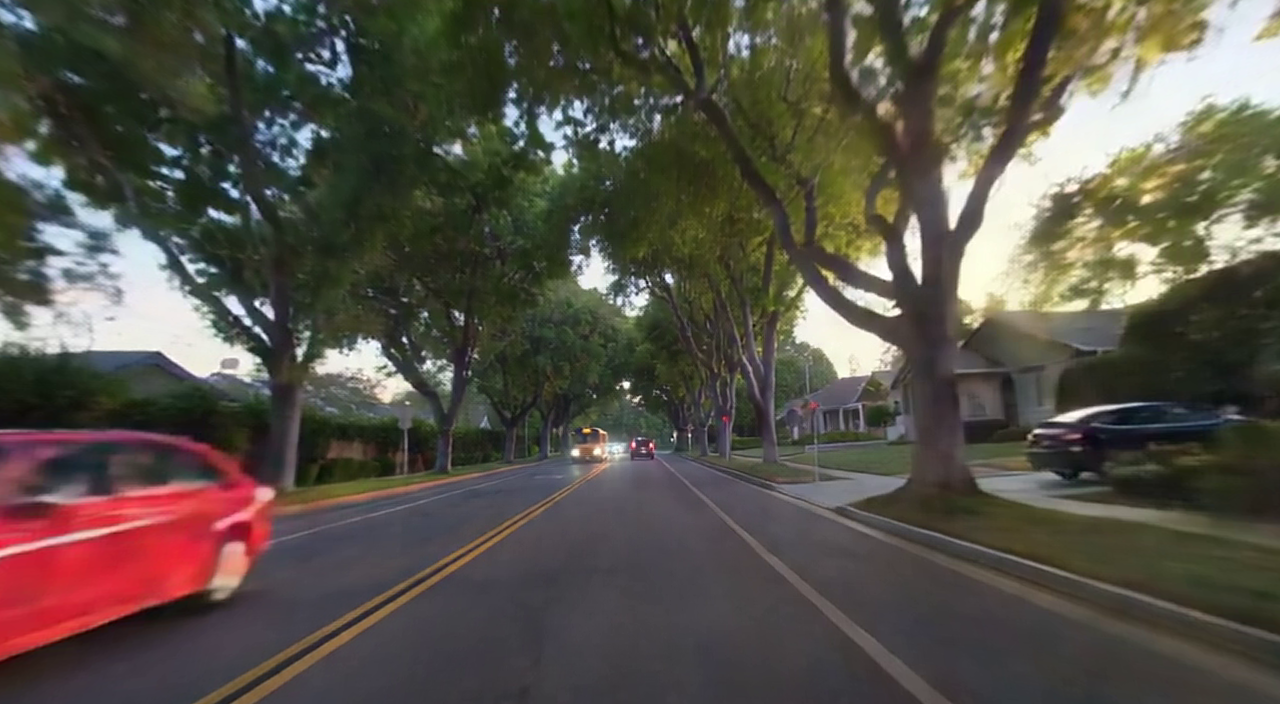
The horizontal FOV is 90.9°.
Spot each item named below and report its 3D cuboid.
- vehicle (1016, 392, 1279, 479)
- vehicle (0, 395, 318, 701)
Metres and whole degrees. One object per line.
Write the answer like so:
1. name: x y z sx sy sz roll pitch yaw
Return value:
1. vehicle: 12.097 2.014 15.146 4.693 1.929 2.093 0 -8 1
2. vehicle: -4.489 1.272 4.398 2.102 1.620 4.575 -5 -8 0
